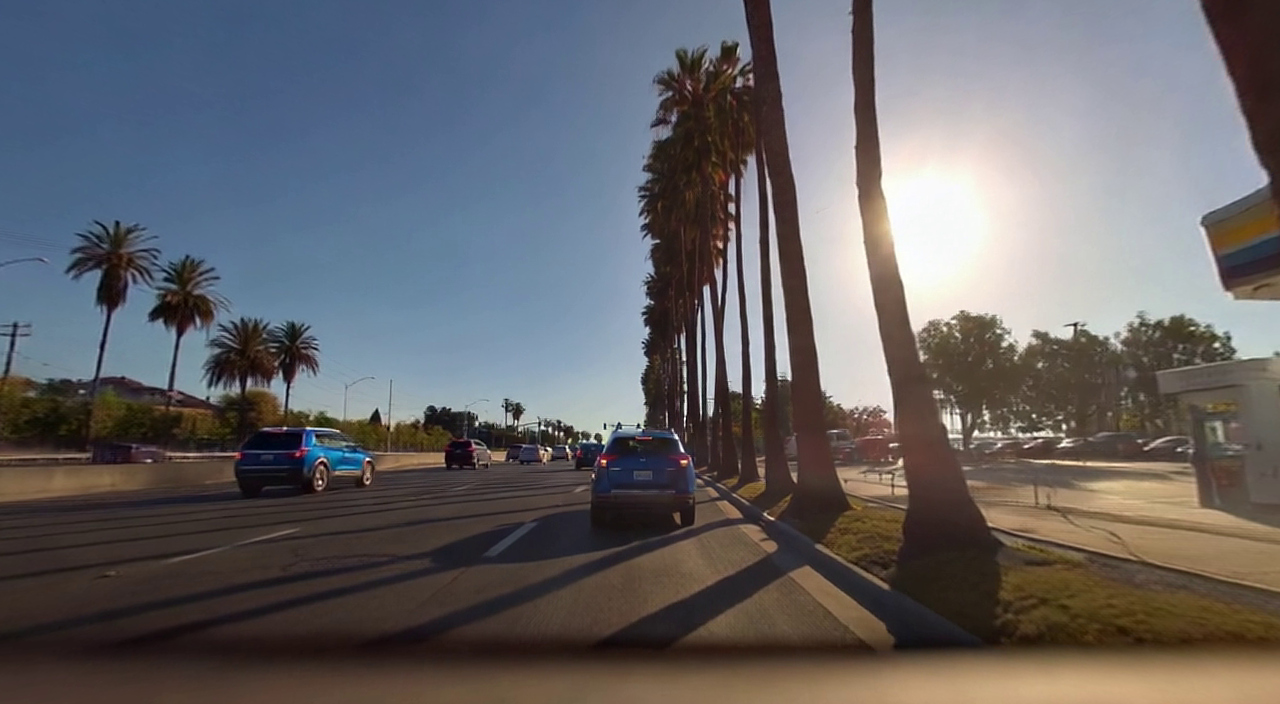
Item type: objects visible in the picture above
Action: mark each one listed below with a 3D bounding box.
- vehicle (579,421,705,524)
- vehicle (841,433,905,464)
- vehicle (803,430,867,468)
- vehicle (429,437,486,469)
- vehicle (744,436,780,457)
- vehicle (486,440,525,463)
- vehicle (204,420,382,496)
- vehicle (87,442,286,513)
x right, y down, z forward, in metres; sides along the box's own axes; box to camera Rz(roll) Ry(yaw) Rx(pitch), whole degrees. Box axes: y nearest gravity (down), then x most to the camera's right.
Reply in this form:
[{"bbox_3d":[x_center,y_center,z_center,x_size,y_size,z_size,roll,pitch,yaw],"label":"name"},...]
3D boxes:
[{"bbox_3d":[0.065,2.336,12.647,2.121,1.710,3.893,0,-9,1],"label":"vehicle"},{"bbox_3d":[12.052,5.030,32.758,1.681,1.503,3.781,1,-9,-3],"label":"vehicle"},{"bbox_3d":[8.230,4.037,26.238,1.837,1.416,3.947,-4,-10,27],"label":"vehicle"},{"bbox_3d":[-10.576,5.875,36.705,1.965,1.743,4.327,0,-9,1],"label":"vehicle"},{"bbox_3d":[9.142,7.169,47.444,1.929,1.496,4.245,0,-9,0],"label":"vehicle"},{"bbox_3d":[-10.459,7.789,49.310,1.998,1.731,4.952,0,-8,0],"label":"vehicle"},{"bbox_3d":[-10.034,3.124,18.861,2.269,1.934,5.350,0,-9,0],"label":"vehicle"},{"bbox_3d":[-10.039,2.762,14.283,1.924,1.384,3.426,0,-8,0],"label":"vehicle"}]
